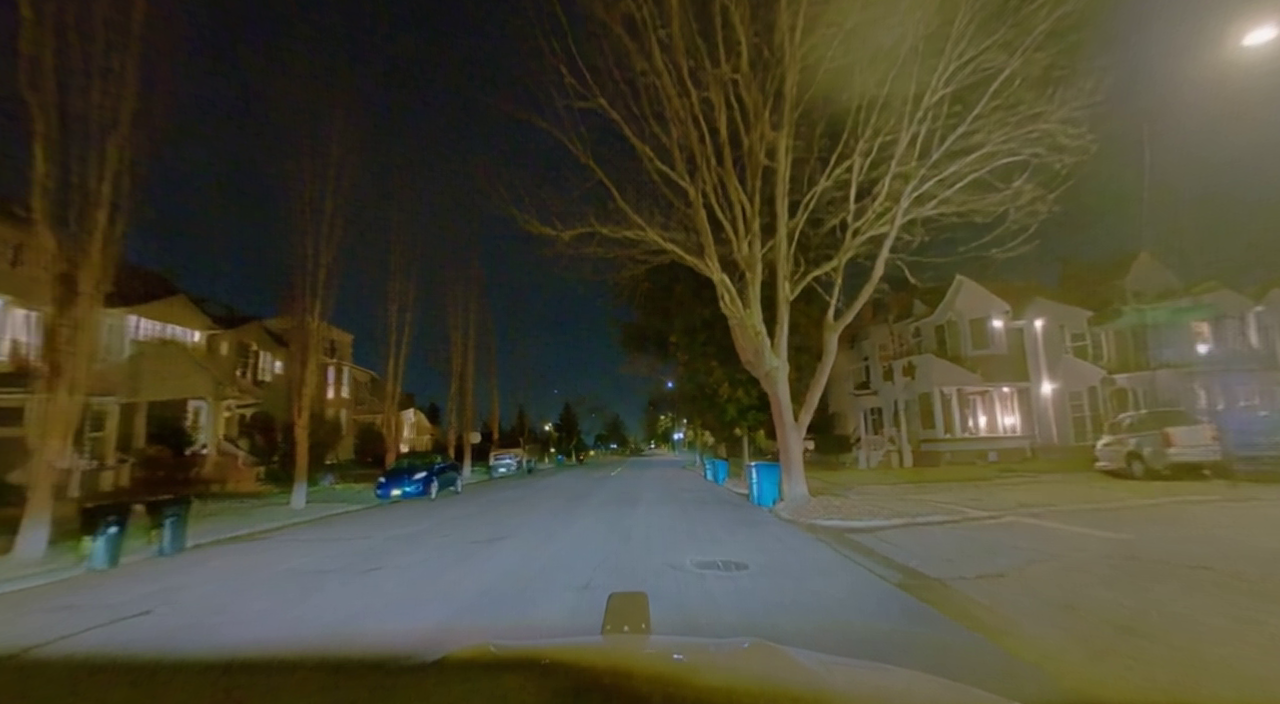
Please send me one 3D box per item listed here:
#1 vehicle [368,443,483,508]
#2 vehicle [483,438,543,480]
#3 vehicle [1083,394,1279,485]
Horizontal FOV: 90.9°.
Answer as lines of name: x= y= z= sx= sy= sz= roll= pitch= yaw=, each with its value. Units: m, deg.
vehicle: x=-6.278 y=3.597 z=19.008 sx=1.945 sy=1.530 sz=4.430 roll=-4 pitch=-8 yaw=-1
vehicle: x=-6.377 y=5.395 z=32.211 sx=2.169 sy=1.871 sz=4.762 roll=-2 pitch=-8 yaw=-1
vehicle: x=12.960 y=1.962 z=14.640 sx=1.936 sy=1.687 sz=4.714 roll=-5 pitch=-8 yaw=2
